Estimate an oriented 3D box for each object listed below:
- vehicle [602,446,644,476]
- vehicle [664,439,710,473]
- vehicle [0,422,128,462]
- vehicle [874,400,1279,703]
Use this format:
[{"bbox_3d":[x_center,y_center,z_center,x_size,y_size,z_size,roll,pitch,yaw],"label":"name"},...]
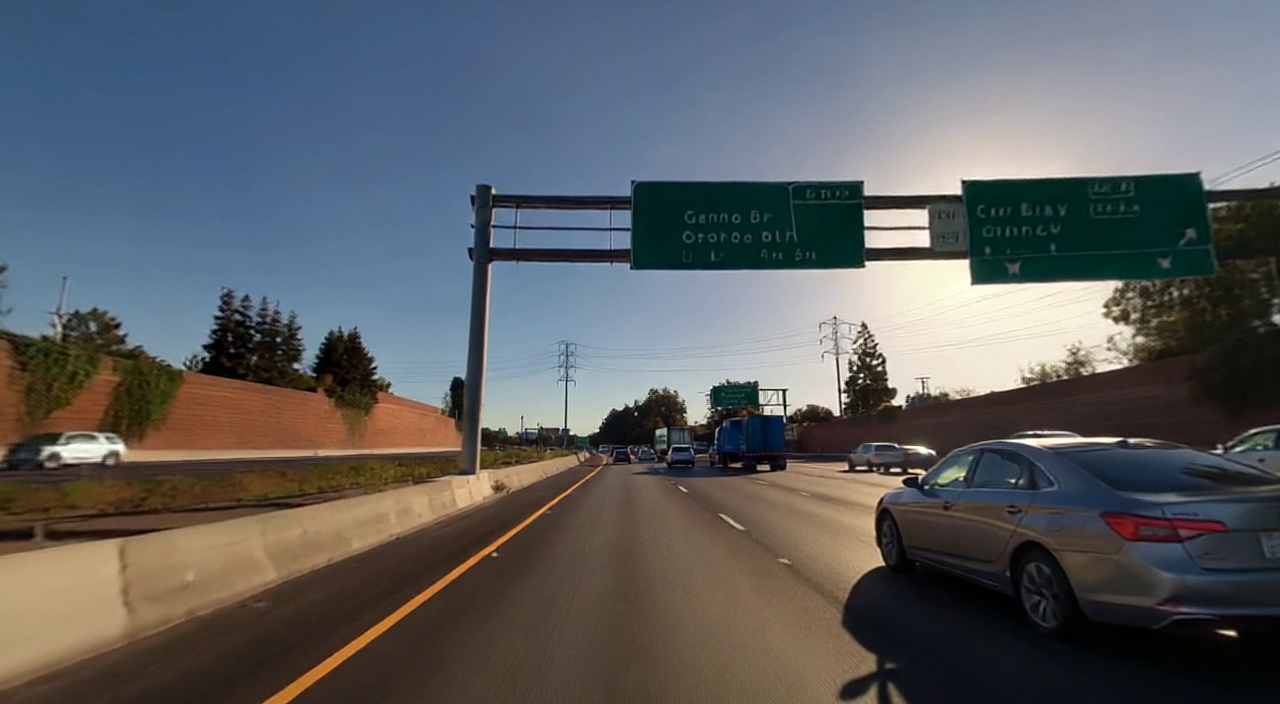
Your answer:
[{"bbox_3d":[-0.906,5.746,33.502,2.083,1.477,3.965,0,-9,-2],"label":"vehicle"},{"bbox_3d":[2.643,6.040,36.832,2.114,1.849,4.692,0,-9,-3],"label":"vehicle"},{"bbox_3d":[-34.841,5.417,37.787,2.471,2.188,7.394,0,-9,-3],"label":"vehicle"},{"bbox_3d":[3.289,1.160,3.958,1.922,1.465,4.165,0,-9,-2],"label":"vehicle"}]
